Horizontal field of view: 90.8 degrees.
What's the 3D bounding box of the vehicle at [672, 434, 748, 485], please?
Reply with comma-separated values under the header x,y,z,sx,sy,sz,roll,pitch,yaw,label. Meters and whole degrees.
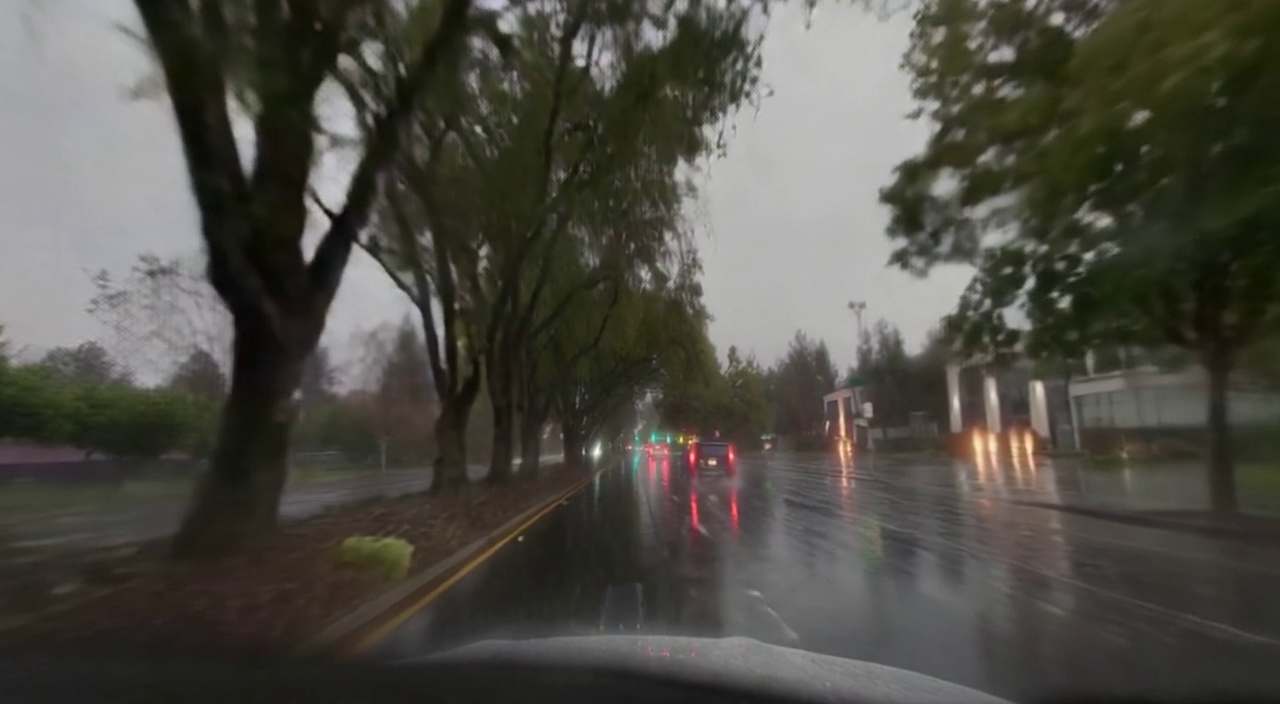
x,y,z,sx,sy,sz,roll,pitch,yaw,label
2.533,4.065,24.275,2.240,1.740,4.605,0,-8,-2,vehicle
